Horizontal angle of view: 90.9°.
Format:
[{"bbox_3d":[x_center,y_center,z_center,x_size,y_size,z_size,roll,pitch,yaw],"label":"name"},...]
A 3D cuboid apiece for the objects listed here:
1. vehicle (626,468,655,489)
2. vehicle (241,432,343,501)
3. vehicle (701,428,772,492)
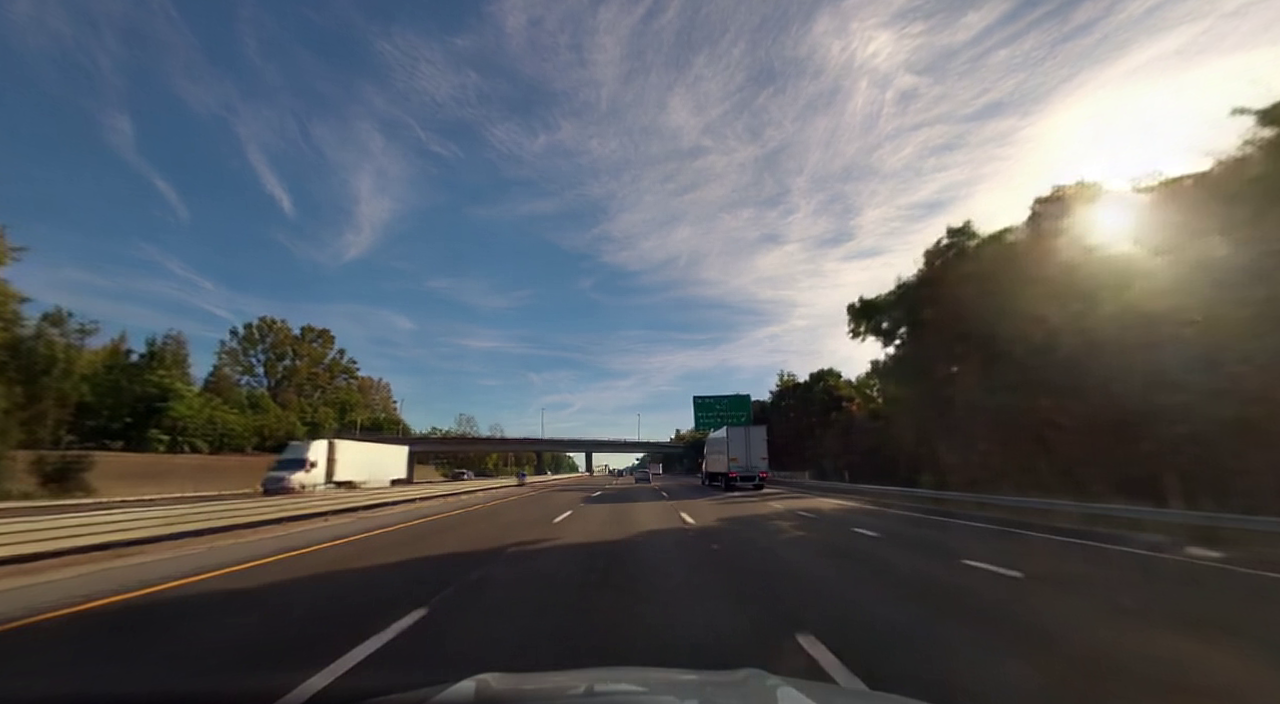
[{"bbox_3d":[-0.008,9.238,46.232,2.029,1.459,3.684,1,-10,-1],"label":"vehicle"},{"bbox_3d":[-22.591,7.520,41.409,2.988,4.124,6.101,1,-10,0],"label":"vehicle"},{"bbox_3d":[6.869,8.183,47.300,2.926,4.073,13.836,1,-10,-1],"label":"vehicle"}]
